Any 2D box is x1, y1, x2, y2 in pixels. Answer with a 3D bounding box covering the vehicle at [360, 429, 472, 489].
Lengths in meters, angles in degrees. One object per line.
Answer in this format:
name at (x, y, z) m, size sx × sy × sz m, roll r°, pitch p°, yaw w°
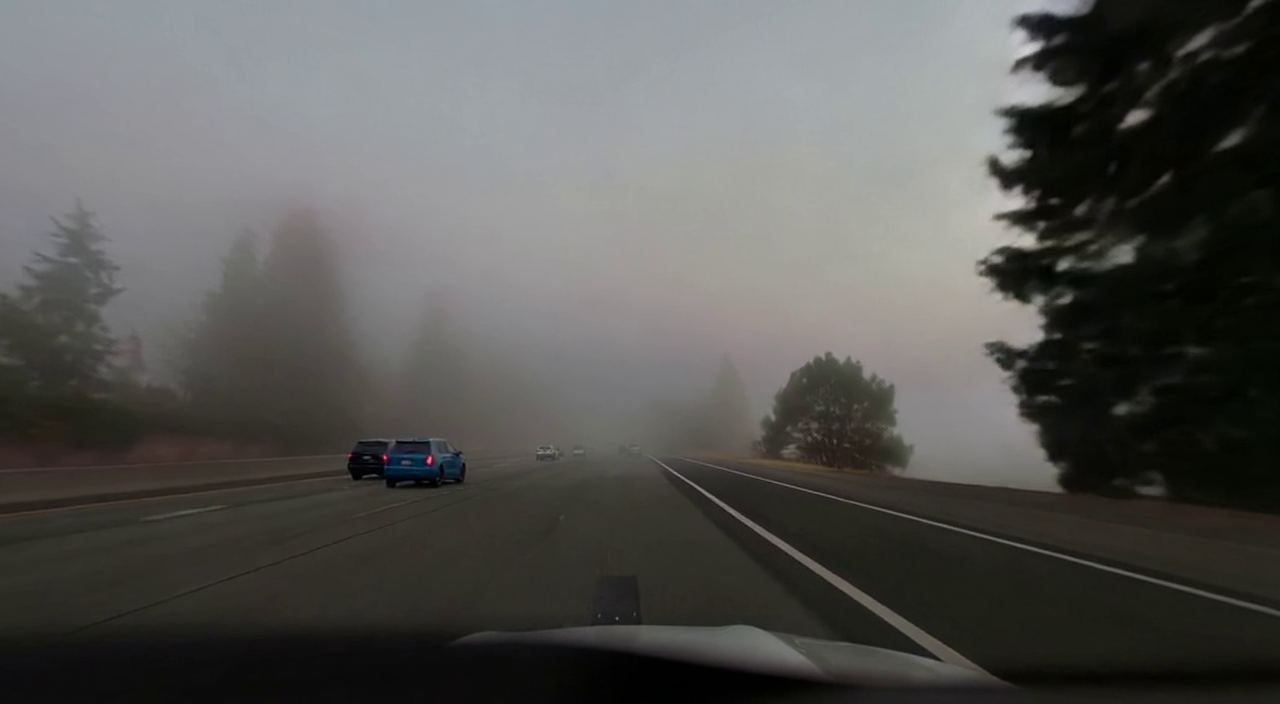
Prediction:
vehicle at (-7.369, 3.578, 21.356) m, size 2.146 × 1.766 × 4.502 m, roll 0°, pitch -9°, yaw 0°
